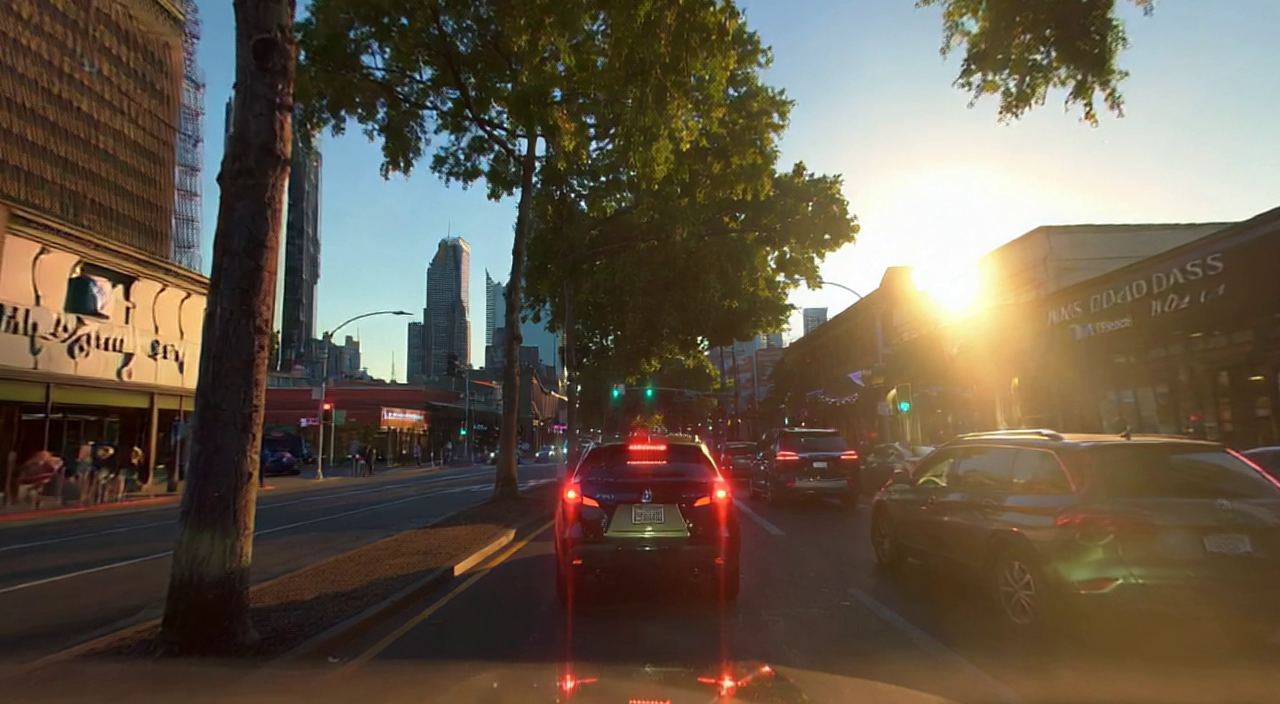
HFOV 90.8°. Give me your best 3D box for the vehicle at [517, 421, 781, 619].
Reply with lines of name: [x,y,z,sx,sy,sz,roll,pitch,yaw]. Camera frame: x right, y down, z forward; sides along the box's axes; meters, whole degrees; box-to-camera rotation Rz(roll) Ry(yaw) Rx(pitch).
vehicle: [0.057,1.550,6.666,2.006,1.487,3.535,0,-9,0]

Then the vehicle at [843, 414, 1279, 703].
vehicle: [3.399,1.379,5.389,1.988,1.480,4.195,0,-9,1]
